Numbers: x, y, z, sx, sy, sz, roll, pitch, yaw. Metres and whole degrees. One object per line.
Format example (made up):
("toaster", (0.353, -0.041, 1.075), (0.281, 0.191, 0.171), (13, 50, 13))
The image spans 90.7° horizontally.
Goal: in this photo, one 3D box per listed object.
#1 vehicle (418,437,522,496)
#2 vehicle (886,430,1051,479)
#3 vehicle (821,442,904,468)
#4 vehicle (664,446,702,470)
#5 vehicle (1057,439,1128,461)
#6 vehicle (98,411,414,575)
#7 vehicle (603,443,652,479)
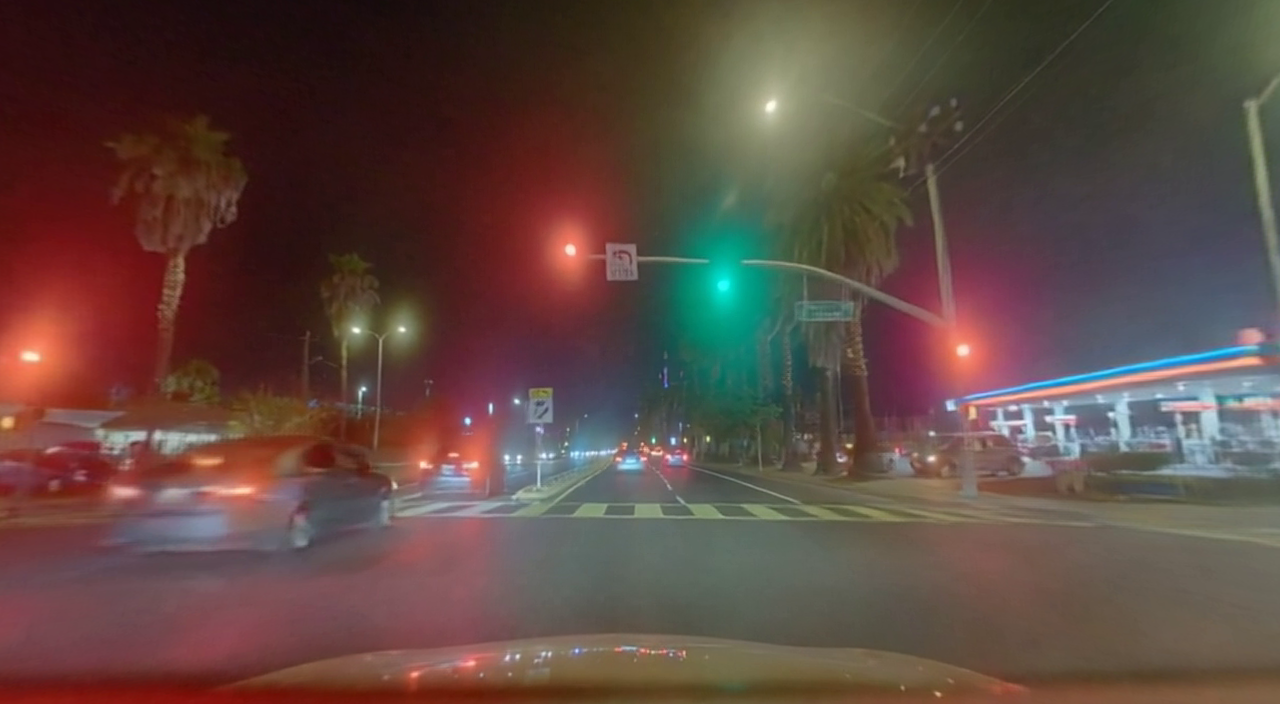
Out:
("vehicle", (-5.242, 3.579, 20.178), (2.060, 1.643, 4.359), (0, -9, 0))
("vehicle", (13.682, 4.298, 26.601), (5.718, 1.911, 2.088), (0, -9, -2))
("vehicle", (13.648, 6.362, 39.001), (4.360, 1.523, 1.900), (0, -9, -1))
("vehicle", (2.752, 6.935, 41.518), (2.060, 1.471, 4.168), (0, -9, -2))
("vehicle", (34.503, 7.461, 48.337), (3.956, 1.515, 1.738), (-3, -7, 6))
("vehicle", (-5.144, 1.893, 9.443), (2.032, 1.747, 4.479), (-2, -8, -2))
("vehicle", (-0.606, 5.081, 29.699), (2.160, 1.508, 4.319), (0, -9, -2))
